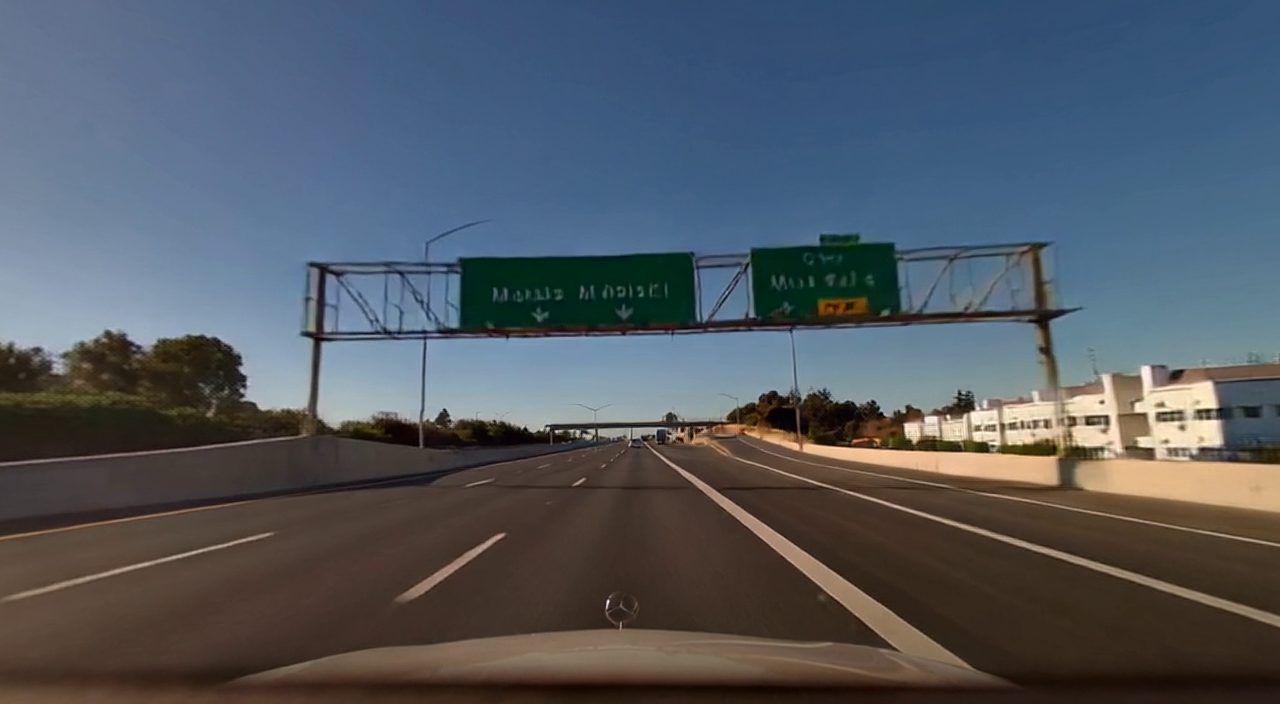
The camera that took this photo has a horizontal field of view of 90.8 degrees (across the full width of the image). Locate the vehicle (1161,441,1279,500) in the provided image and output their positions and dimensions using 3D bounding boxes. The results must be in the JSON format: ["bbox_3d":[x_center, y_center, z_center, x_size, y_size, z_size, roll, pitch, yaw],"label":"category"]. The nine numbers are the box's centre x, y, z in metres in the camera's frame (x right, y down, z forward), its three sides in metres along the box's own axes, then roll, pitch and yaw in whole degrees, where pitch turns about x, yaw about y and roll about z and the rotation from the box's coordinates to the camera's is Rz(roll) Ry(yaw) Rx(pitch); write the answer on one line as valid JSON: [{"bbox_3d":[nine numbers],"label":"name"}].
[{"bbox_3d":[22.565,4.289,23.348,2.013,1.958,5.318,-1,-8,-1],"label":"vehicle"}]
